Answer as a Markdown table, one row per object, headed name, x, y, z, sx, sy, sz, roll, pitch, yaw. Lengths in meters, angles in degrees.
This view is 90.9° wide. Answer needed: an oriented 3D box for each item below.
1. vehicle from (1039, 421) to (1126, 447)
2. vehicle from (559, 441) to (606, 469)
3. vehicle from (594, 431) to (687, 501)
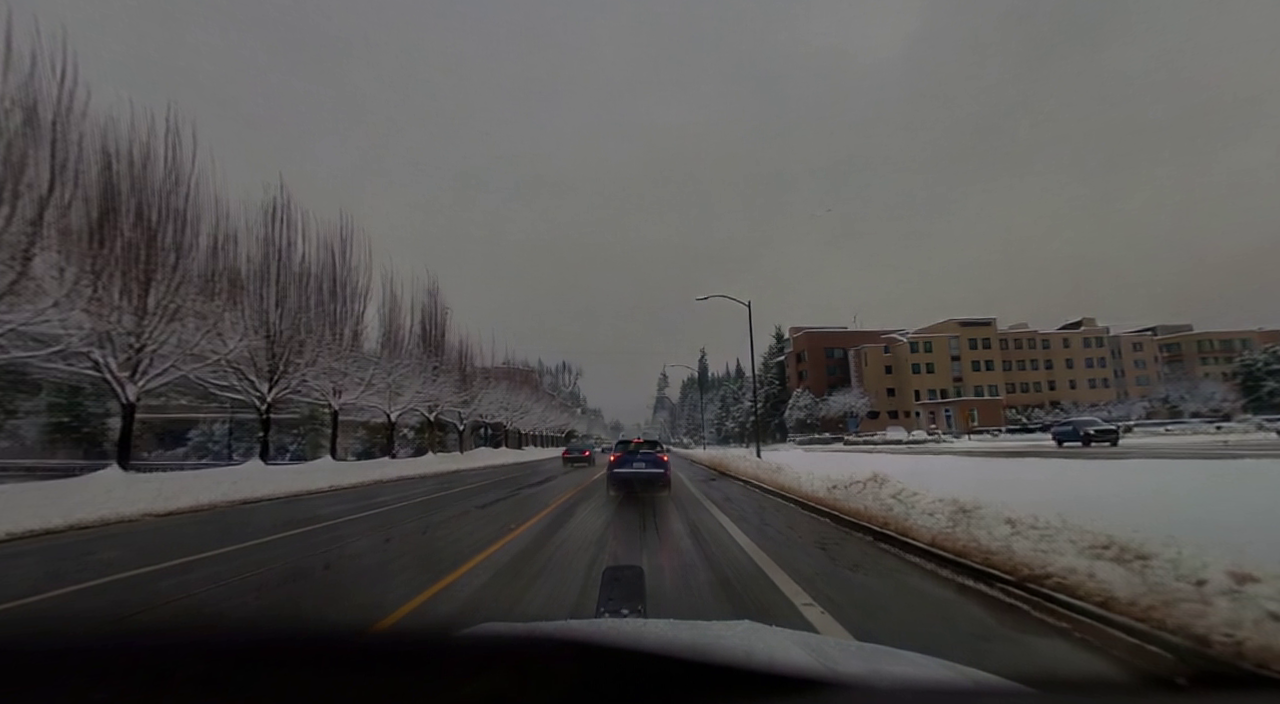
| name | x | y | z | sx | sy | sz | roll | pitch | yaw |
| --- | --- | --- | --- | --- | --- | --- | --- | --- | --- |
| vehicle | 31.901 | 5.969 | 45.694 | 4.903 | 1.767 | 2.105 | -5 | -10 | 31 |
| vehicle | -3.169 | 5.813 | 35.705 | 1.942 | 1.462 | 4.905 | -1 | -8 | 3 |
| vehicle | 0.027 | 3.028 | 17.192 | 2.199 | 1.652 | 4.101 | 0 | -8 | 1 |
